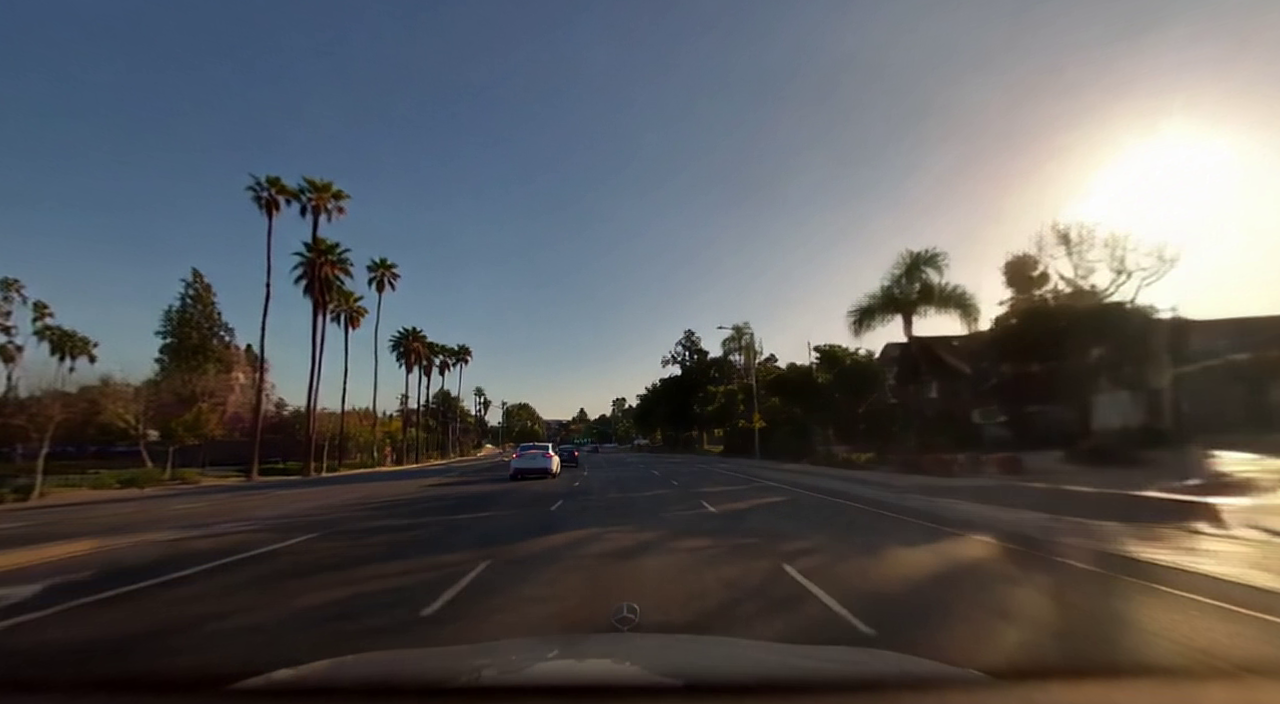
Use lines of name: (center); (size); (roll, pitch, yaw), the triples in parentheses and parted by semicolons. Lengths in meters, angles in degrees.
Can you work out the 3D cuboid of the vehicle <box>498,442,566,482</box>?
vehicle: (-4.289, 4.454, 25.885); (2.108, 1.475, 4.555); (0, -8, -2)
